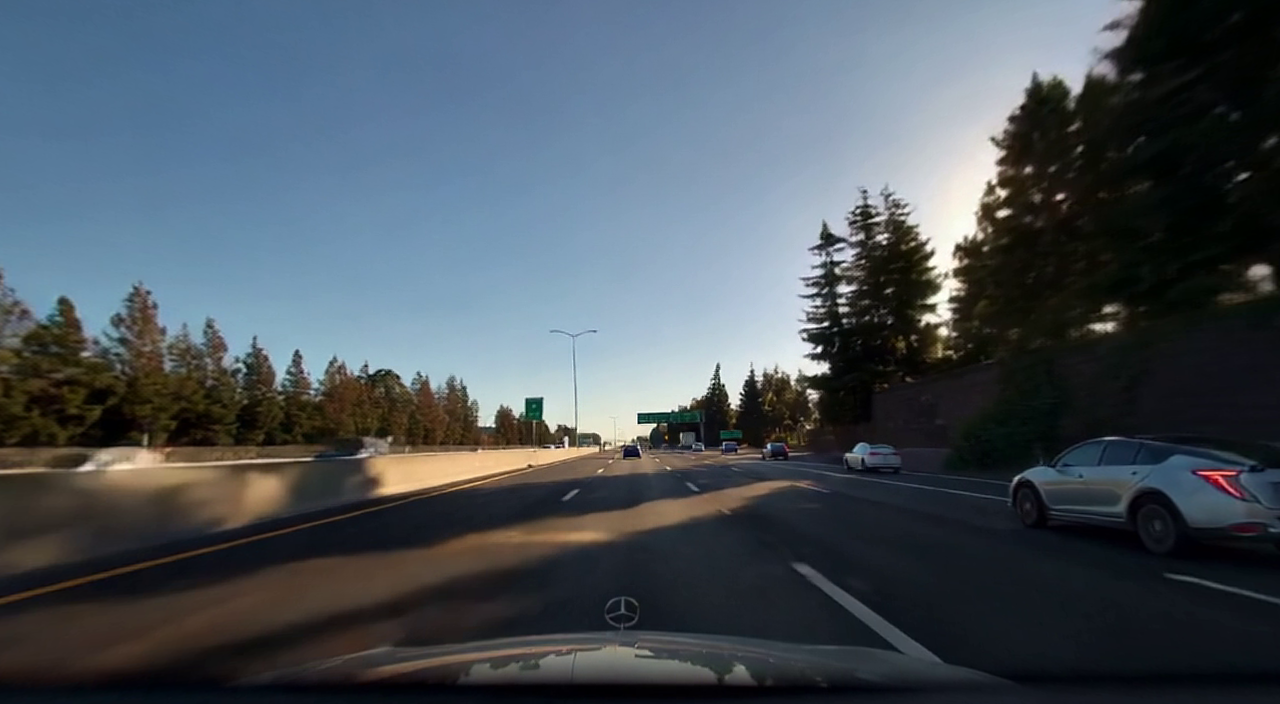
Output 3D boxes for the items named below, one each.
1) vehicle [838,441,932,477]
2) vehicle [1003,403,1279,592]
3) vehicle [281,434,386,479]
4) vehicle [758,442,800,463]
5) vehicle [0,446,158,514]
[{"bbox_3d":[11.165,4.893,29.299,2.194,1.489,5.141,0,-8,-1],"label":"vehicle"},{"bbox_3d":[6.749,1.591,7.574,2.027,1.679,4.543,0,-8,-1],"label":"vehicle"},{"bbox_3d":[-10.931,3.725,22.884,1.751,1.436,4.133,1,-8,-1],"label":"vehicle"},{"bbox_3d":[10.680,7.737,48.914,1.962,1.536,4.945,0,-8,-2],"label":"vehicle"},{"bbox_3d":[-14.744,3.090,15.811,2.002,1.427,4.270,0,-8,0],"label":"vehicle"}]
